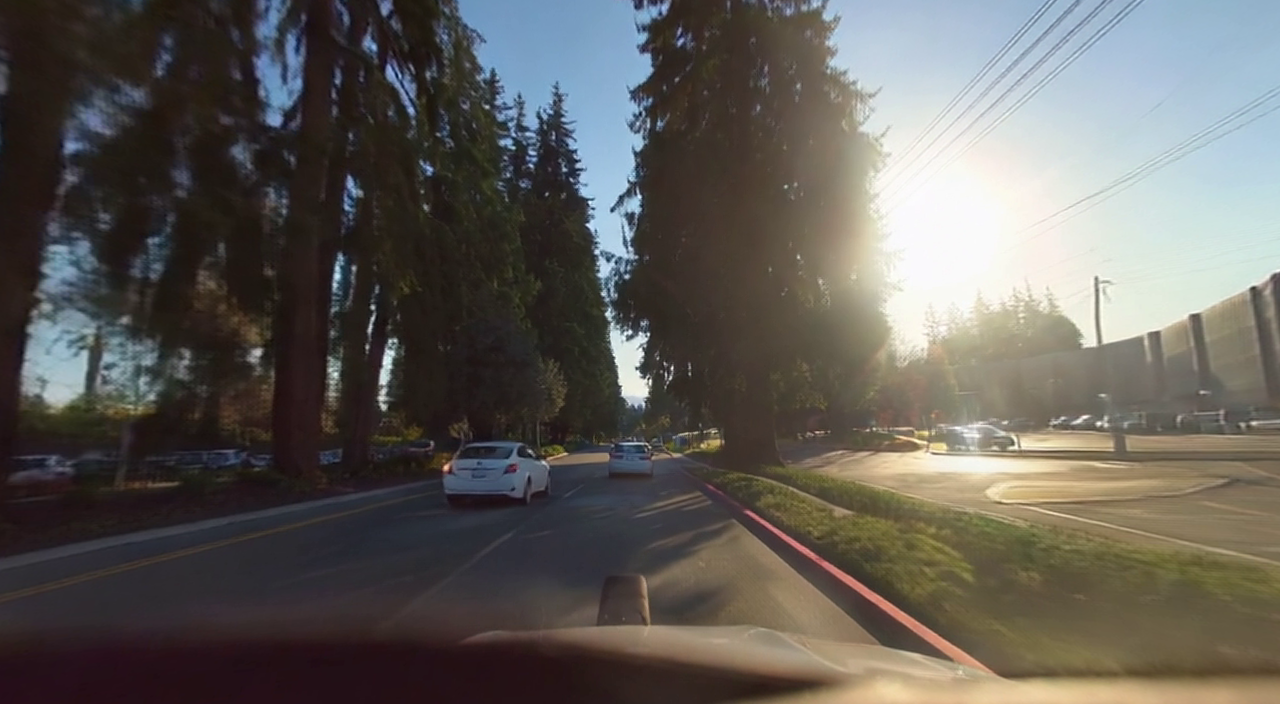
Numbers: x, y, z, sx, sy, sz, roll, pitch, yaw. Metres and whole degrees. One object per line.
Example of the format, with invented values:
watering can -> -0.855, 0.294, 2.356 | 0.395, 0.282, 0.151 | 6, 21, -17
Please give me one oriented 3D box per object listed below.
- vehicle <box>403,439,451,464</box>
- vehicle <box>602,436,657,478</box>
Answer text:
vehicle -> -16.181, 7.574, 47.980 | 2.061, 1.772, 4.501 | 0, -9, 0
vehicle -> -0.374, 4.071, 24.583 | 1.991, 1.463, 3.988 | 0, -8, 0
